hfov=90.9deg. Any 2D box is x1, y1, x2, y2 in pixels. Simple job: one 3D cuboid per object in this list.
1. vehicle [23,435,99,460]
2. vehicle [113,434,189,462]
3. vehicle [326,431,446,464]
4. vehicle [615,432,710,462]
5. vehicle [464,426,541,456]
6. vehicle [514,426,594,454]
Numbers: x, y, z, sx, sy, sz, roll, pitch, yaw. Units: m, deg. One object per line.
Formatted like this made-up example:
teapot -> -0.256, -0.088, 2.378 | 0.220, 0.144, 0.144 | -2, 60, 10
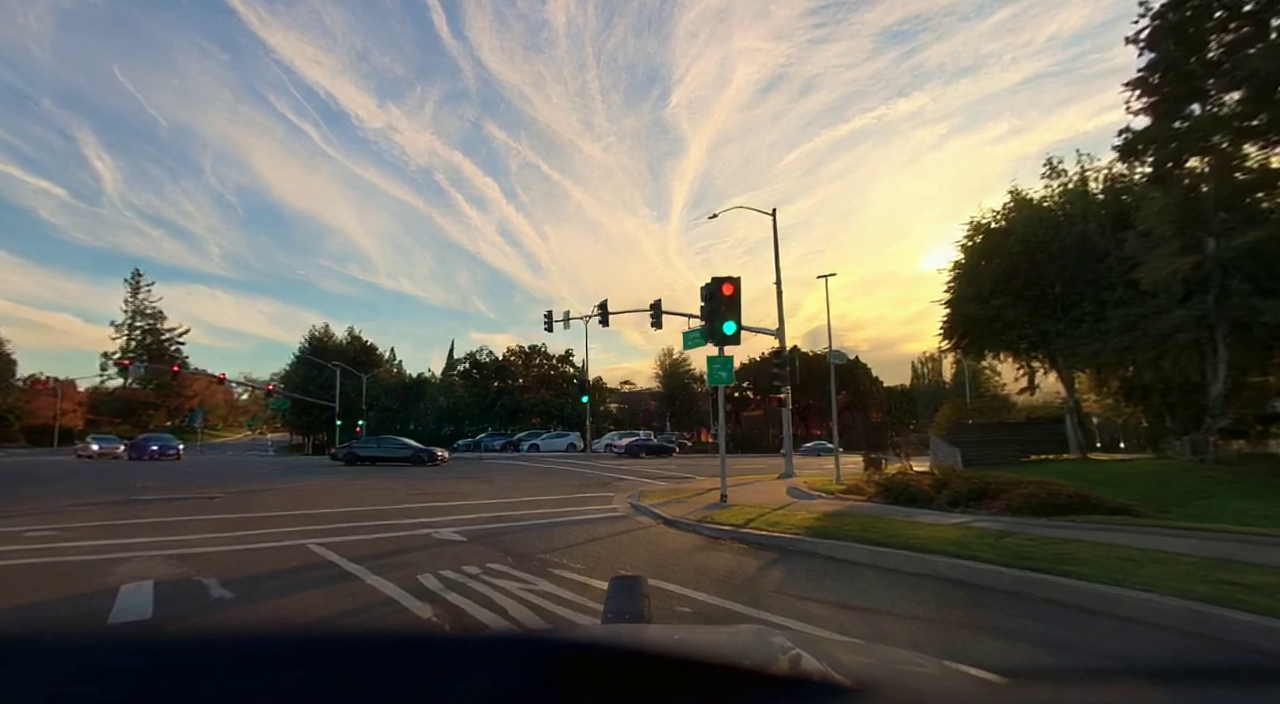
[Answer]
vehicle -> -43.624, 7.186, 47.488 | 5.332, 1.807, 2.450 | -5, -9, 28
vehicle -> -26.659, 5.208, 34.299 | 4.686, 1.425, 2.018 | -7, -10, 37
vehicle -> -11.017, 4.148, 27.472 | 4.425, 1.366, 1.865 | -1, -8, 5
vehicle -> 1.252, 4.990, 33.356 | 5.032, 1.473, 1.827 | 6, -10, -37
vehicle -> -8.608, 5.604, 39.668 | 4.360, 1.749, 1.895 | 7, -11, -40
vehicle -> -5.144, 5.324, 38.086 | 4.483, 1.589, 1.852 | 6, -10, -37
